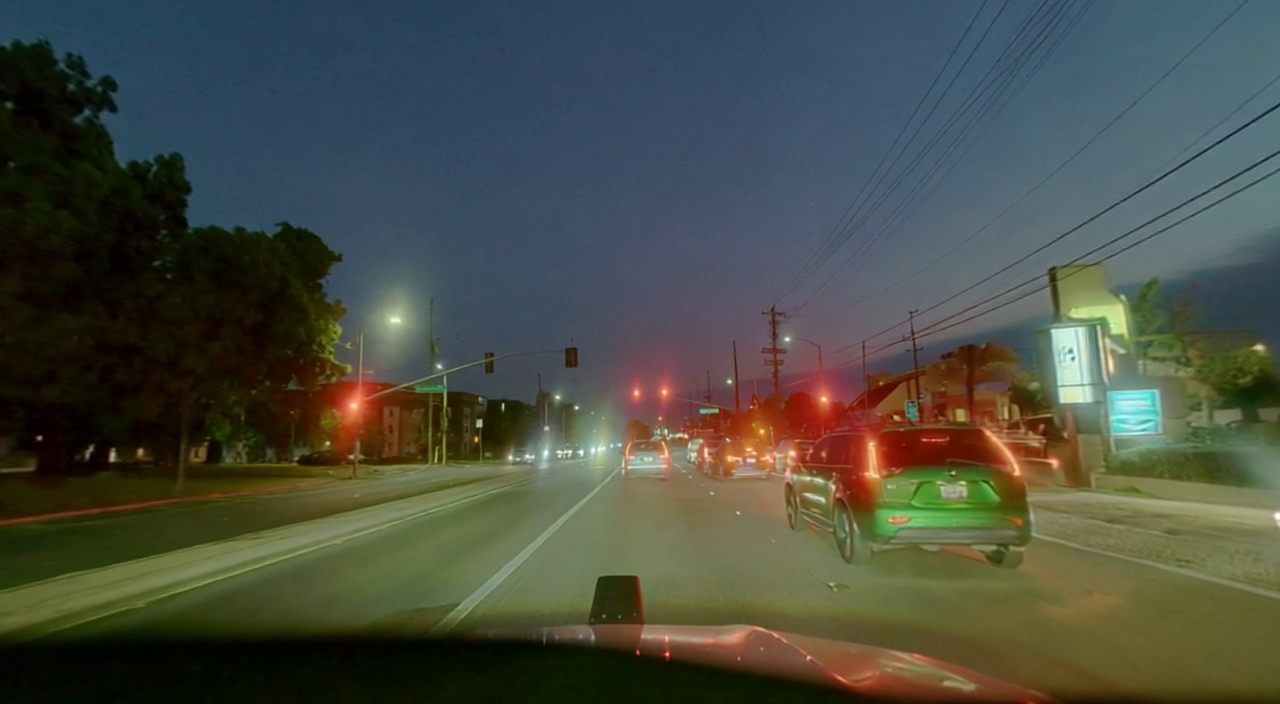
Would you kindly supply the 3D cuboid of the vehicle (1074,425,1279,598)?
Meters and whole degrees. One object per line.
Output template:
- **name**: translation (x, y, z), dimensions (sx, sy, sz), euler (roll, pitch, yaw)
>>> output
- **vehicle**: translation (6.294, 1.341, 5.349), dimensions (1.906, 1.435, 4.670), euler (0, -9, 0)

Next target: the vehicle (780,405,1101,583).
- **vehicle**: translation (3.240, 1.628, 8.007), dimensions (1.998, 1.620, 4.267), euler (0, -9, 1)

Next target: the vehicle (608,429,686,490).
- **vehicle**: translation (0.220, 3.270, 19.462), dimensions (2.149, 1.668, 3.962), euler (0, -9, 1)

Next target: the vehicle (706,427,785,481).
- **vehicle**: translation (3.804, 3.802, 23.730), dimensions (2.060, 1.789, 4.712), euler (0, -9, -1)
